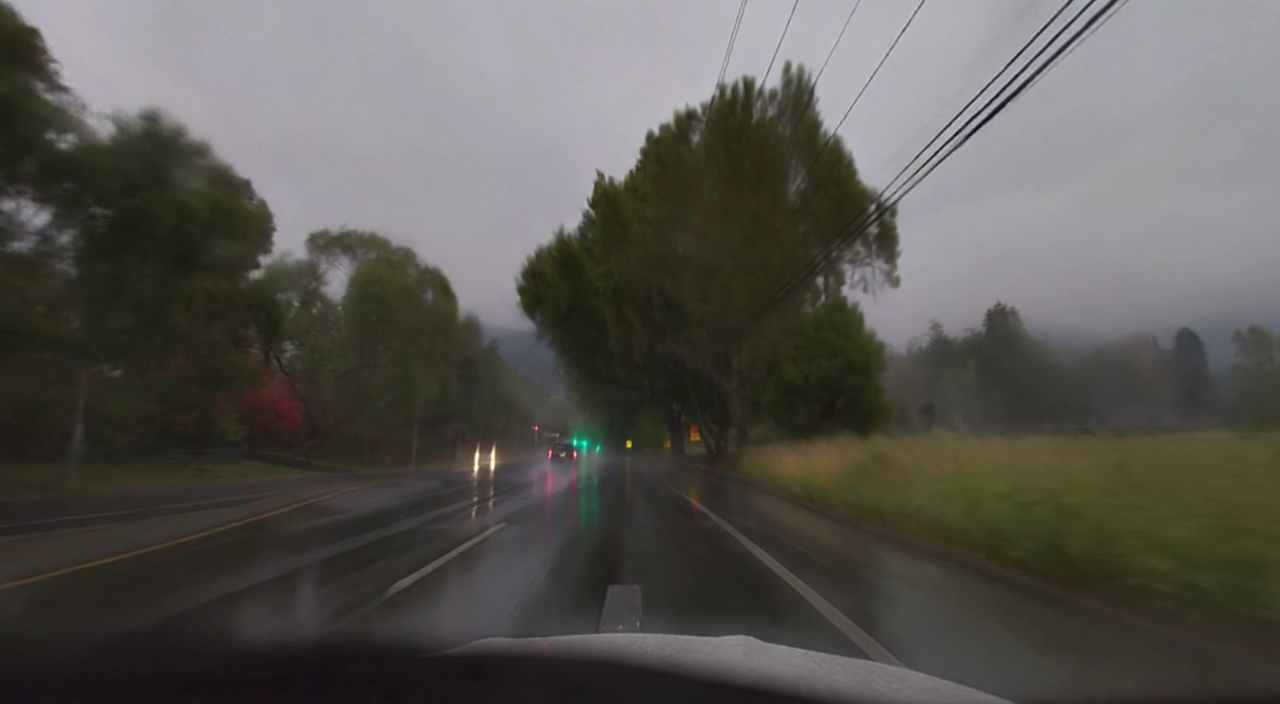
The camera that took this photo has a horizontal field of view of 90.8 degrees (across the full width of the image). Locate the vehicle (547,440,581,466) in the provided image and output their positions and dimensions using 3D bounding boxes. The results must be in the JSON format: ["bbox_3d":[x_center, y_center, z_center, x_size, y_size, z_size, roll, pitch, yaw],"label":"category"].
[{"bbox_3d":[-5.884,7.881,49.380,2.246,1.885,5.275,1,-9,-3],"label":"vehicle"}]
